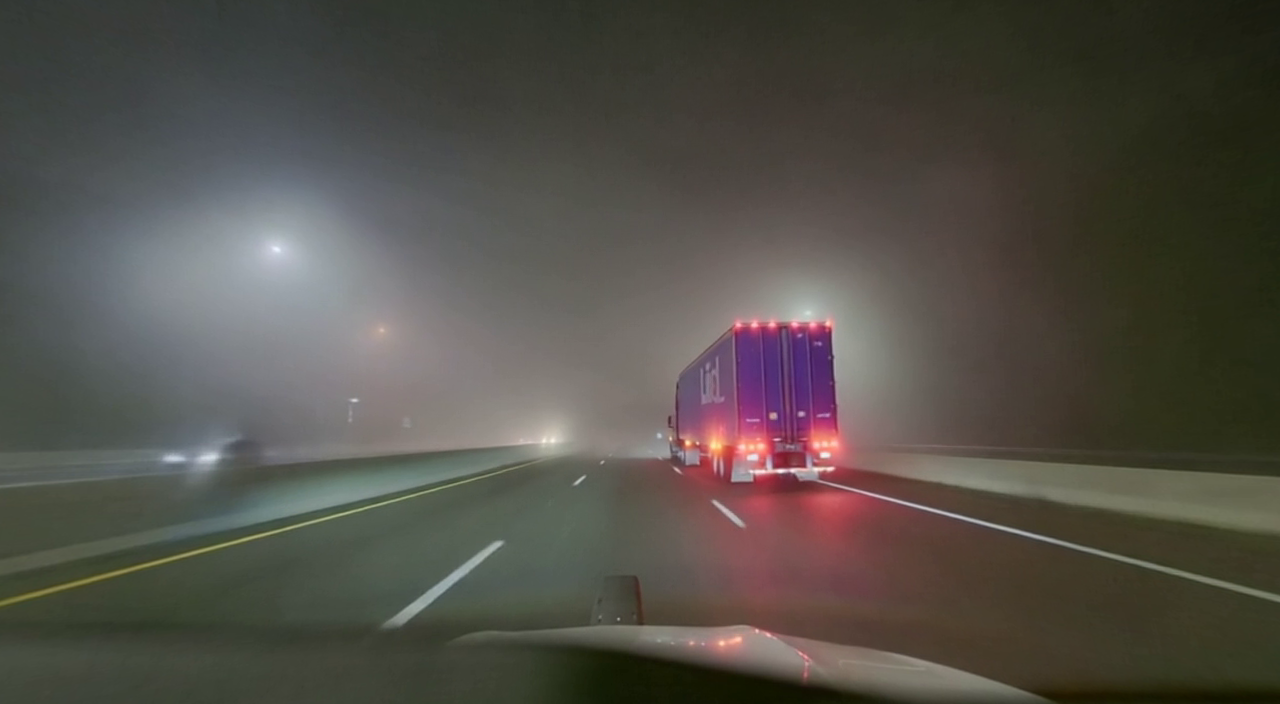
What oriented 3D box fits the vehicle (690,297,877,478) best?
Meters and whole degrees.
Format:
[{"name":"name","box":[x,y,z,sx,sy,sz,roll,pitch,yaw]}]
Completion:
[{"name":"vehicle","box":[3.859,1.777,21.854,3.034,4.194,14.704,0,-8,0]}]
